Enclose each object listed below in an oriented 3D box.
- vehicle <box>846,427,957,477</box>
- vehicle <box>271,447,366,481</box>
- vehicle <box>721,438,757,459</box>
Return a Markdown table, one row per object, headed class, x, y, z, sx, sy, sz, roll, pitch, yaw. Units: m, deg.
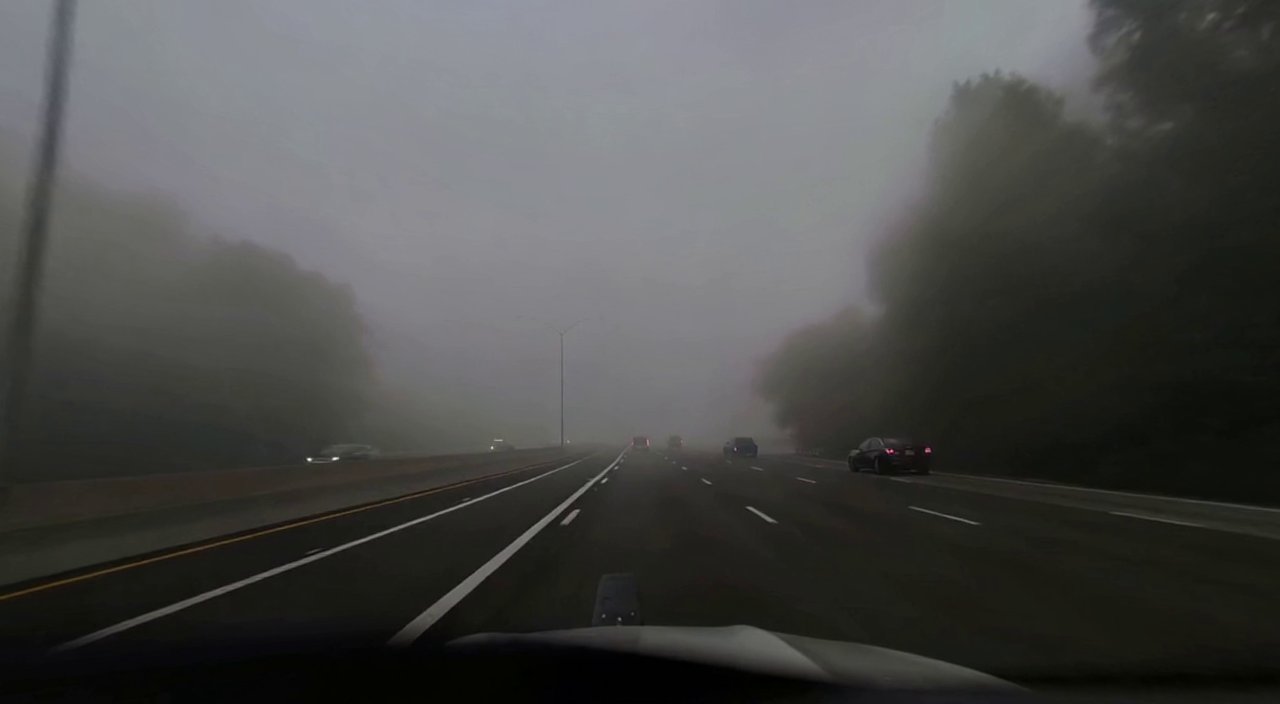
| class | x | y | z | sx | sy | sz | roll | pitch | yaw |
| --- | --- | --- | --- | --- | --- | --- | --- | --- | --- |
| vehicle | 11.147 | 4.326 | 27.467 | 2.387 | 1.936 | 5.646 | 0 | -9 | 0 |
| vehicle | -15.846 | 5.518 | 31.424 | 2.005 | 1.515 | 5.180 | 0 | -9 | 0 |
| vehicle | 7.601 | 7.450 | 48.788 | 2.053 | 1.553 | 4.463 | 0 | -9 | -1 |
